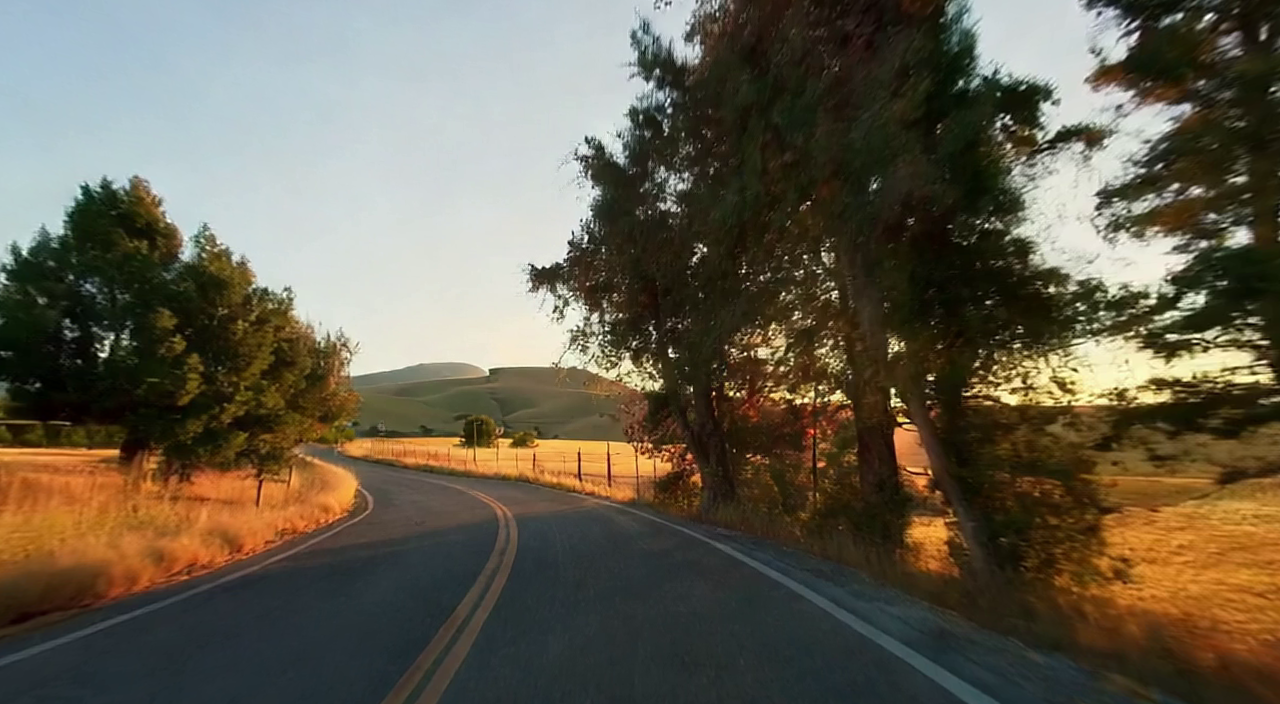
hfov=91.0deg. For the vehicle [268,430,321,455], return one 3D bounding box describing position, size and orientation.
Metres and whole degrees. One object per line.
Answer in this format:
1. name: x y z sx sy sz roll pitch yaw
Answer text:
1. vehicle: -26.983 7.058 49.102 4.241 1.562 2.075 -3 -11 41
